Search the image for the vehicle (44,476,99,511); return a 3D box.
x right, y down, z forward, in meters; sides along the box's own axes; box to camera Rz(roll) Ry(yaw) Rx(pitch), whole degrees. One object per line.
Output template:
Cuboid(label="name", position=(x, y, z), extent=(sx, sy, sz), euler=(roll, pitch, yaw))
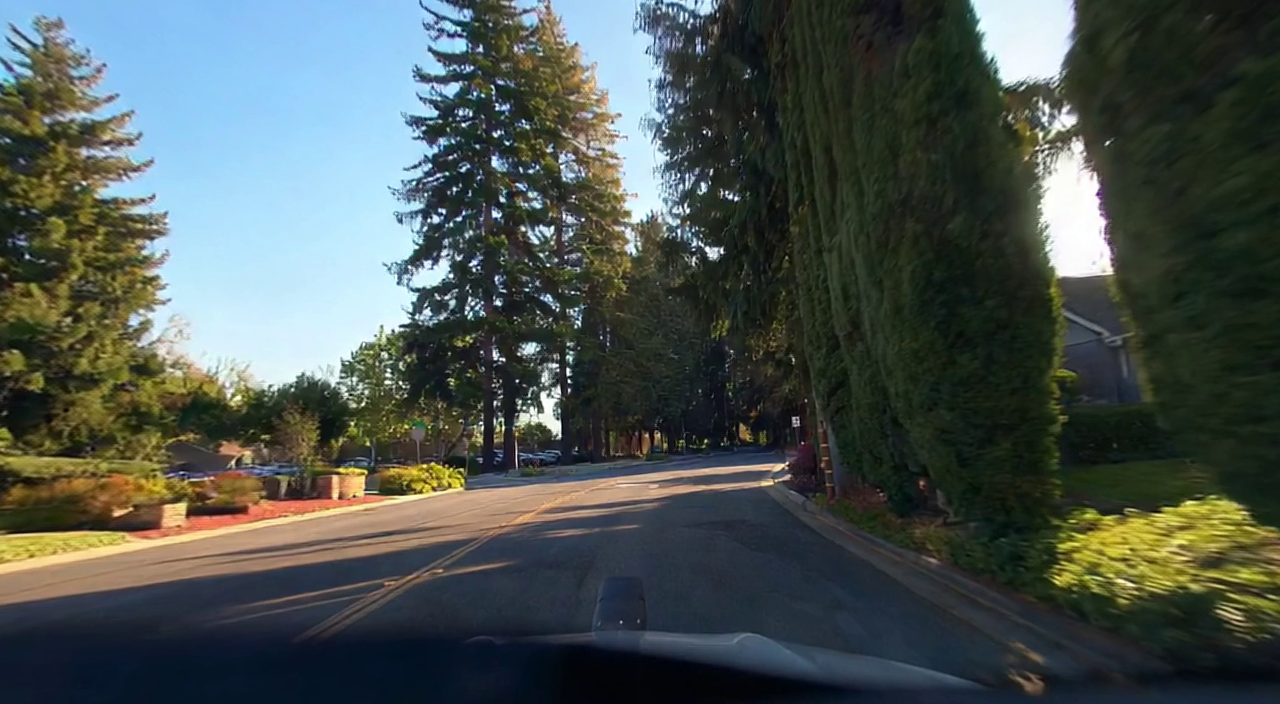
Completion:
Cuboid(label="vehicle", position=(-30.495, 7.519, 33.840), extent=(1.849, 1.484, 4.693), euler=(8, -12, -43))

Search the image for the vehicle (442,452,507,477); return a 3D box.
Cuboid(label="vehicle", position=(-12.779, 8.644, 48.576), extent=(4.675, 1.442, 1.906), euler=(-2, -8, -19))

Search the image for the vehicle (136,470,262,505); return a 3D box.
Cuboid(label="vehicle", position=(-22.225, 6.830, 32.100), extent=(4.943, 1.493, 2.036), euler=(4, -9, -28))
